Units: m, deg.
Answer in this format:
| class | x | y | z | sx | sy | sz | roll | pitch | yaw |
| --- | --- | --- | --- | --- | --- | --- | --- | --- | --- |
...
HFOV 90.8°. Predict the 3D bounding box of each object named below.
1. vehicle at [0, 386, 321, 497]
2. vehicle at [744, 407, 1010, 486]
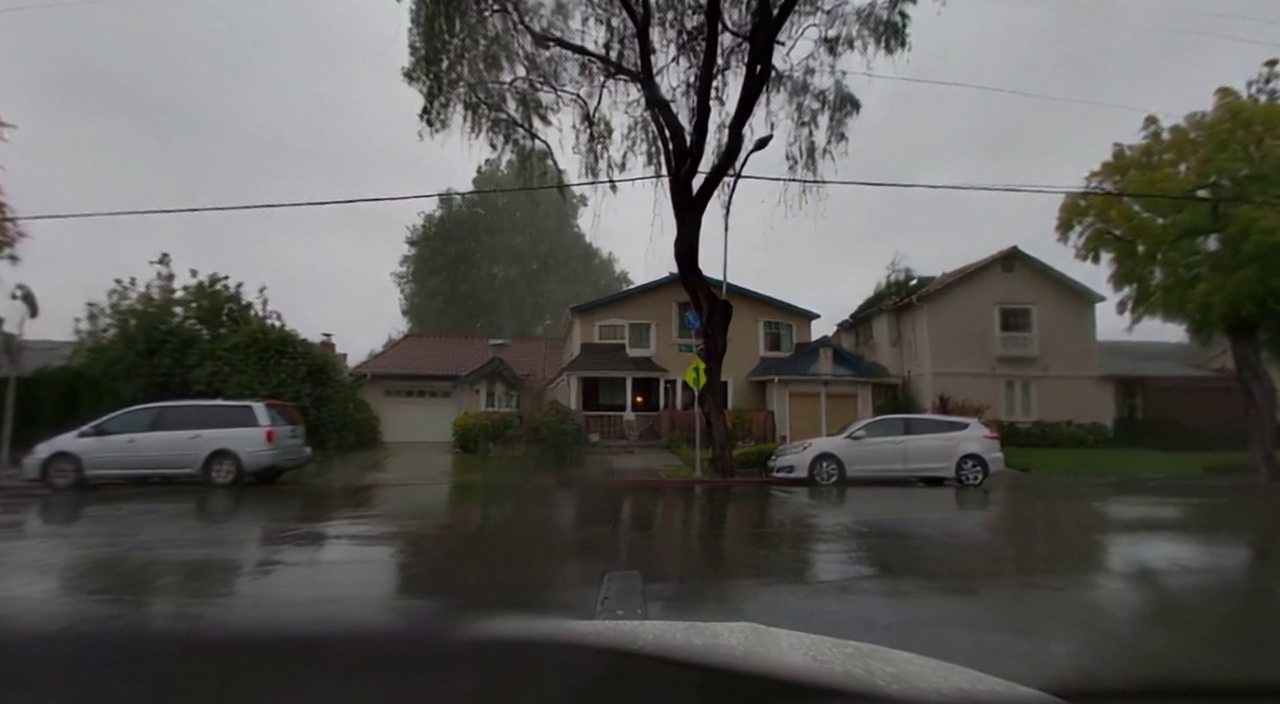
| class | x | y | z | sx | sy | sz | roll | pitch | yaw |
| --- | --- | --- | --- | --- | --- | --- | --- | --- | --- |
| vehicle | -8.564 | 1.549 | 10.984 | 4.943 | 1.731 | 1.877 | 1 | -9 | -6 |
| vehicle | 4.464 | 1.831 | 12.307 | 4.469 | 1.391 | 1.746 | 1 | -9 | -5 |
